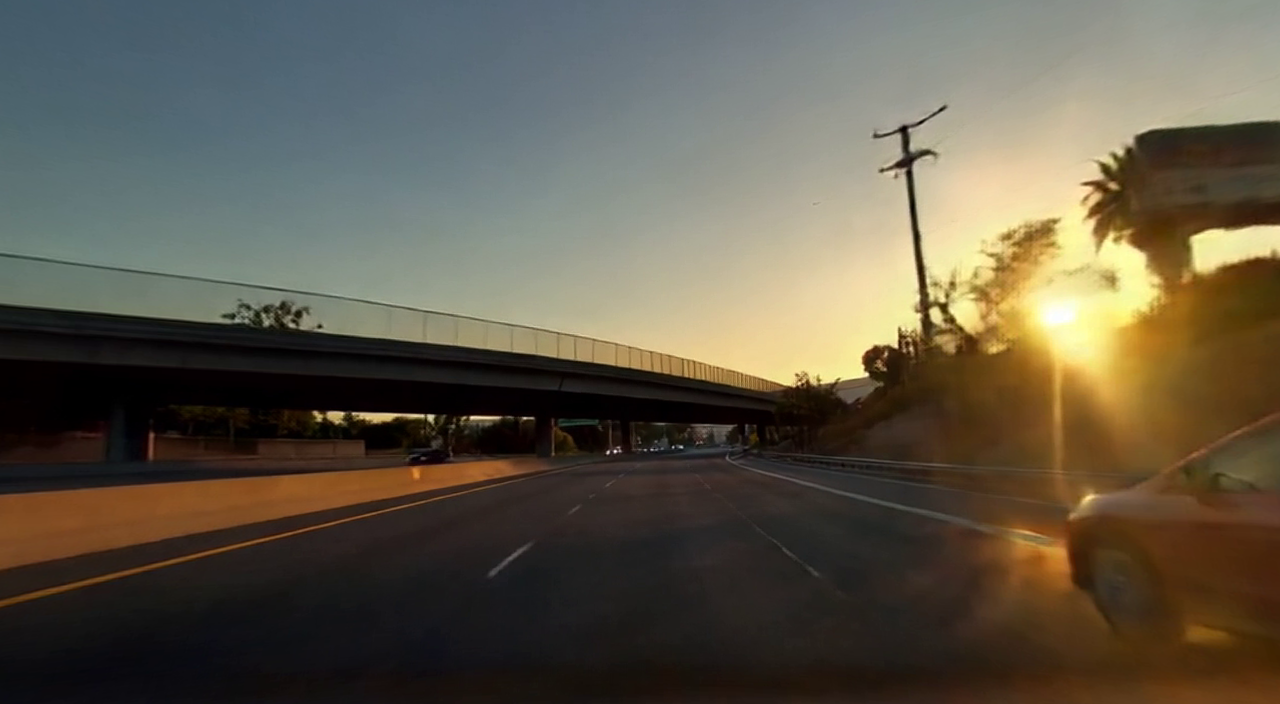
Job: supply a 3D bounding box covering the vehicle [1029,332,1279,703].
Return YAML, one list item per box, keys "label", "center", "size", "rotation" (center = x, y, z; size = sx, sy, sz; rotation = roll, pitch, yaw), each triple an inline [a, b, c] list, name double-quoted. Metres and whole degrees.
- label: "vehicle"
  center: [3.756, 0.696, 2.117]
  size: [2.019, 1.732, 4.579]
  rotation: [0, -8, 1]
